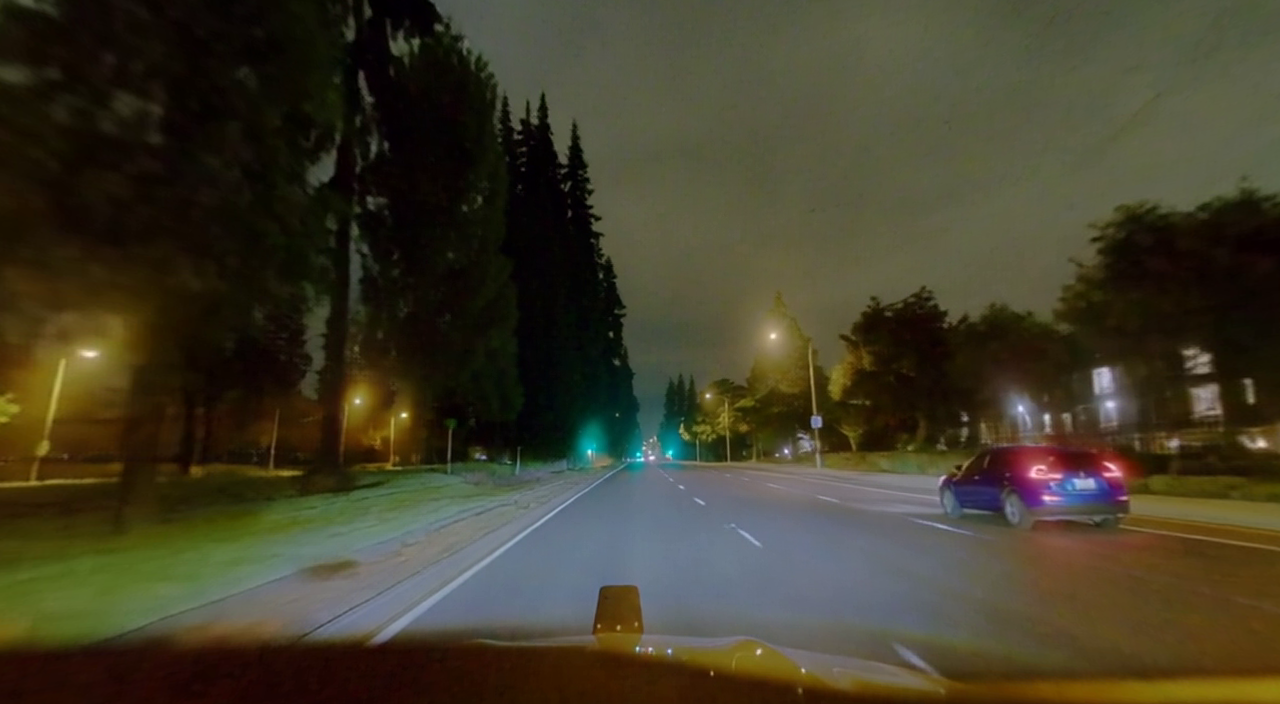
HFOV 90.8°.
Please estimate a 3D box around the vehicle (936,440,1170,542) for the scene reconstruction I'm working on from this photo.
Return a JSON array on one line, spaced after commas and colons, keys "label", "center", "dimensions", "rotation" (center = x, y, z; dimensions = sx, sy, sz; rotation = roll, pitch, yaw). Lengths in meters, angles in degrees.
[{"label": "vehicle", "center": [7.128, 2.384, 11.414], "dimensions": [1.797, 1.518, 3.433], "rotation": [0, -9, -1]}]
